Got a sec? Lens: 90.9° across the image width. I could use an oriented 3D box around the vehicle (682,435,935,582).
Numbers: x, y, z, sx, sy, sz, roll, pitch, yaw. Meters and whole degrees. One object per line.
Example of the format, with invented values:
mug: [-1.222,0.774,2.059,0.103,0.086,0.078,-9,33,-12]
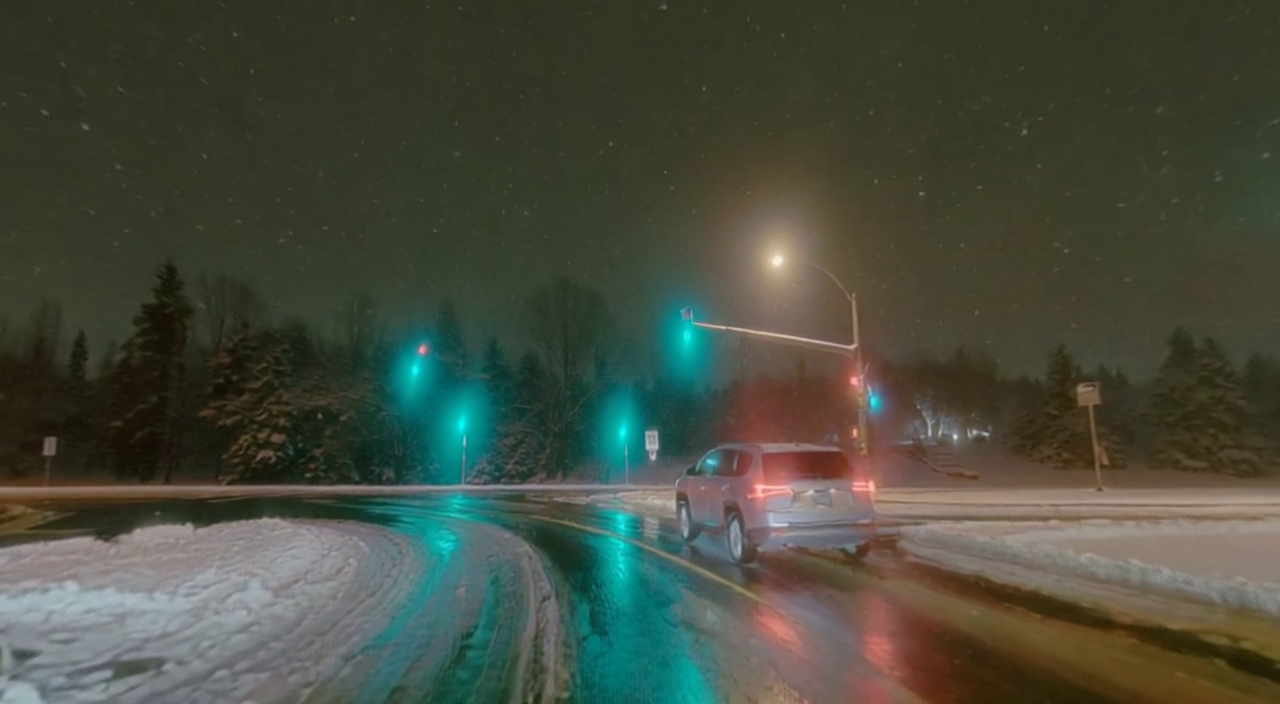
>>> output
vehicle: [2.155,2.126,9.524,1.938,1.648,4.211,2,-9,-12]
